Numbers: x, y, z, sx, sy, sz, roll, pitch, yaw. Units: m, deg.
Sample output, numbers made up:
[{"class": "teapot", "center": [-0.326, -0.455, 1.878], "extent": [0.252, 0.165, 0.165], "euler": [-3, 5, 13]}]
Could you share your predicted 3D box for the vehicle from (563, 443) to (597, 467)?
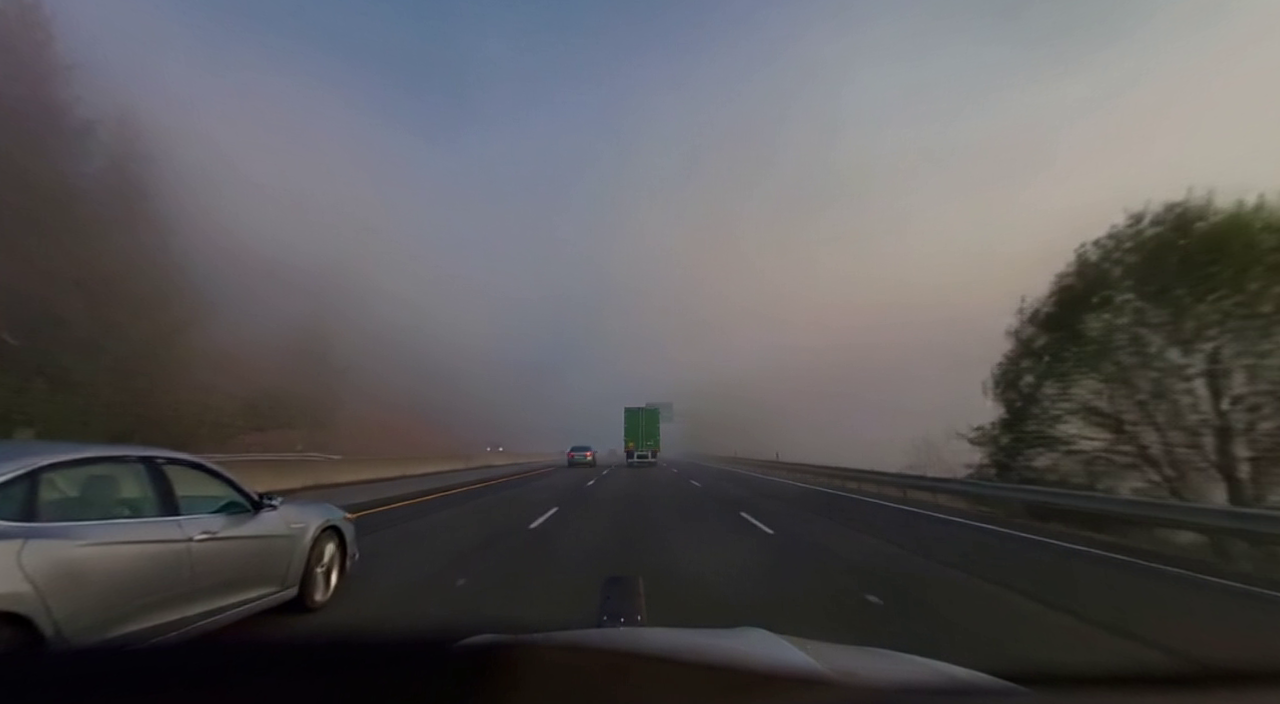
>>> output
[{"class": "vehicle", "center": [-4.387, 7.582, 46.433], "extent": [2.079, 1.656, 3.965], "euler": [0, -9, 0]}]

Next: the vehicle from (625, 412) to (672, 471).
[{"class": "vehicle", "center": [0.446, 6.226, 43.690], "extent": [2.893, 3.628, 9.081], "euler": [0, -9, -1]}]
